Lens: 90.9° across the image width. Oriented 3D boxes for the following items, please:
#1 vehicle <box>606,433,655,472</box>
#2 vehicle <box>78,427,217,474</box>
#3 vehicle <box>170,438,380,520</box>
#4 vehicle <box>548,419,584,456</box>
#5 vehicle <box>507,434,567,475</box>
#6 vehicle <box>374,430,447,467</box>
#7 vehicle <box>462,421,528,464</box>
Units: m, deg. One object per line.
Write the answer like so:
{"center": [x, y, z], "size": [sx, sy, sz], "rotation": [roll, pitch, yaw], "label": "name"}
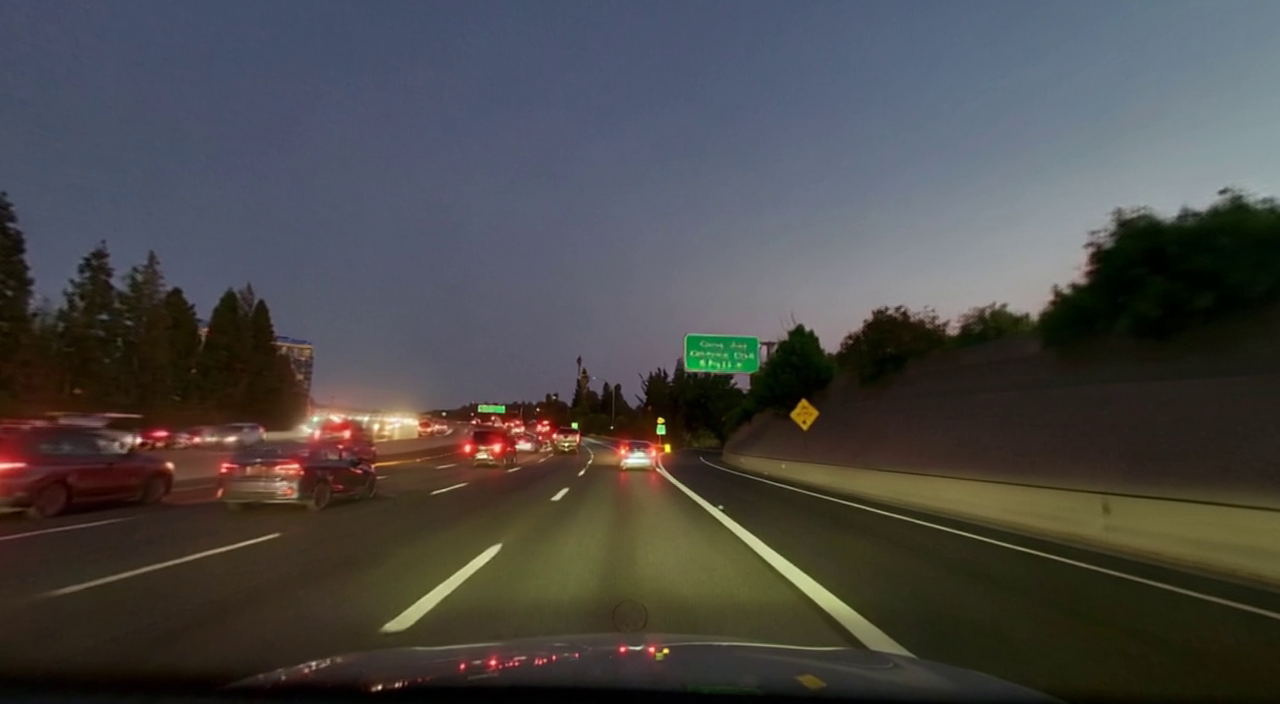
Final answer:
{"center": [-0.498, 4.639, 29.321], "size": [2.092, 1.671, 3.772], "rotation": [0, -8, -2], "label": "vehicle"}
{"center": [-19.884, 4.004, 25.808], "size": [2.023, 1.697, 4.723], "rotation": [0, -8, -3], "label": "vehicle"}
{"center": [-7.517, 2.618, 13.628], "size": [1.896, 1.465, 4.399], "rotation": [0, -8, 0], "label": "vehicle"}
{"center": [-5.666, 6.624, 48.693], "size": [2.279, 2.672, 5.256], "rotation": [0, -8, -2], "label": "vehicle"}
{"center": [-4.354, 4.402, 27.335], "size": [2.005, 1.631, 4.295], "rotation": [0, -8, -1], "label": "vehicle"}
{"center": [-12.059, 5.104, 33.516], "size": [2.079, 1.807, 5.187], "rotation": [0, -8, -2], "label": "vehicle"}
{"center": [-8.594, 5.456, 38.016], "size": [2.773, 2.402, 6.232], "rotation": [0, -8, -3], "label": "vehicle"}
